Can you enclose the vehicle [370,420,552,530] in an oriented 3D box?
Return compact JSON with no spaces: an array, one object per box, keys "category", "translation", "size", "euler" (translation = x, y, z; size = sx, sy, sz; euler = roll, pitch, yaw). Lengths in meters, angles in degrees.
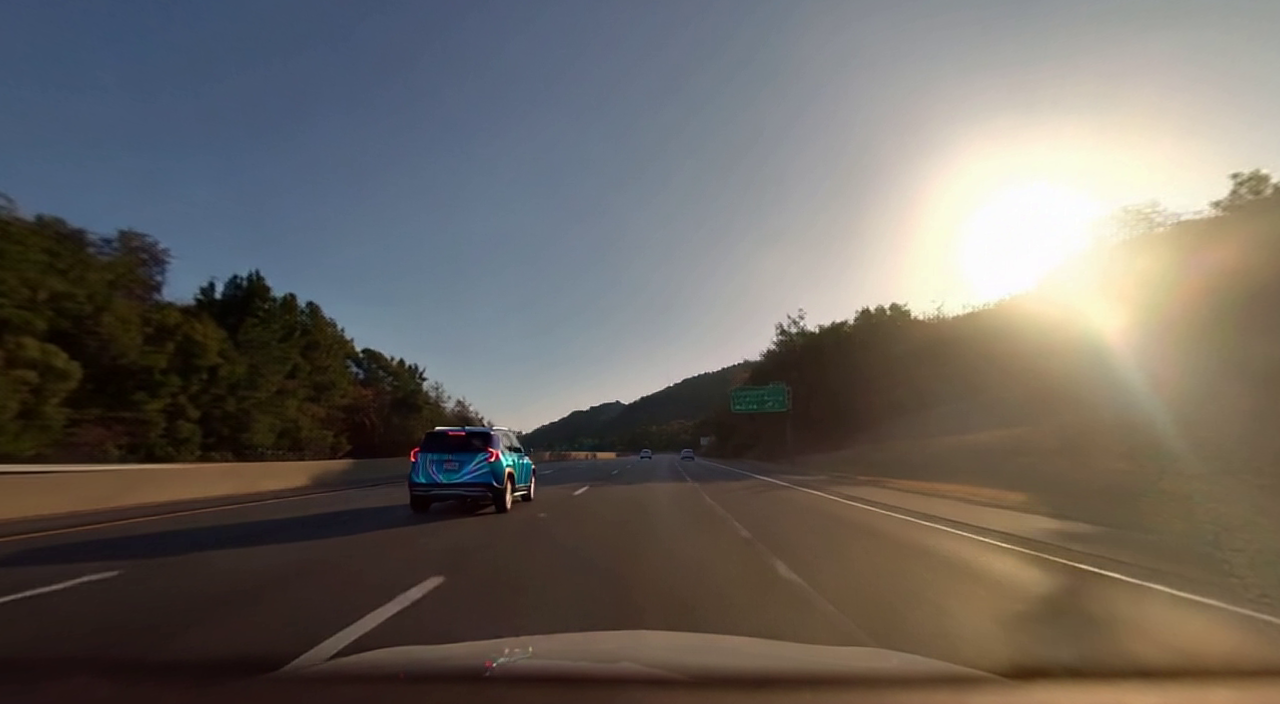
[{"category":"vehicle","translation":[-3.331,2.403,12.938],"size":[2.183,1.803,4.685],"euler":[0,-8,2]}]
